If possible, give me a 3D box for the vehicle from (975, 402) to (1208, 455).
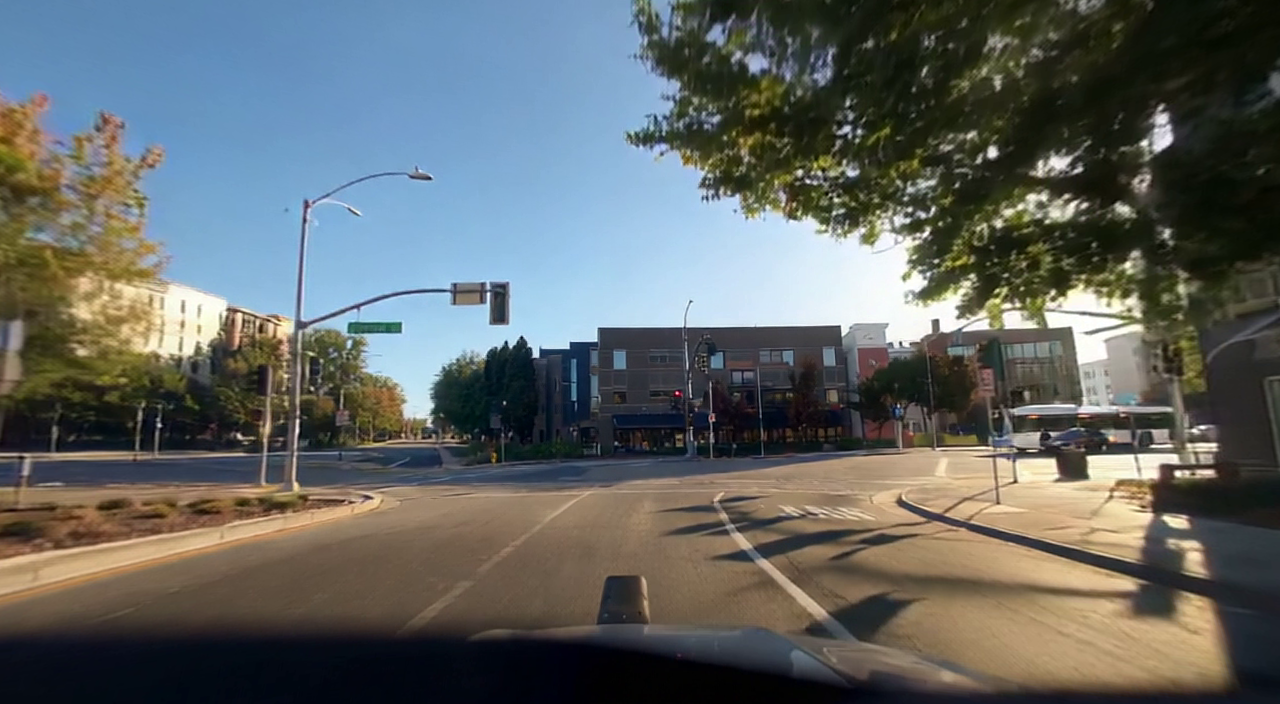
[{"bbox_3d":[29.323,5.063,41.206,12.822,3.296,3.033,0,-9,0],"label":"vehicle"}]
